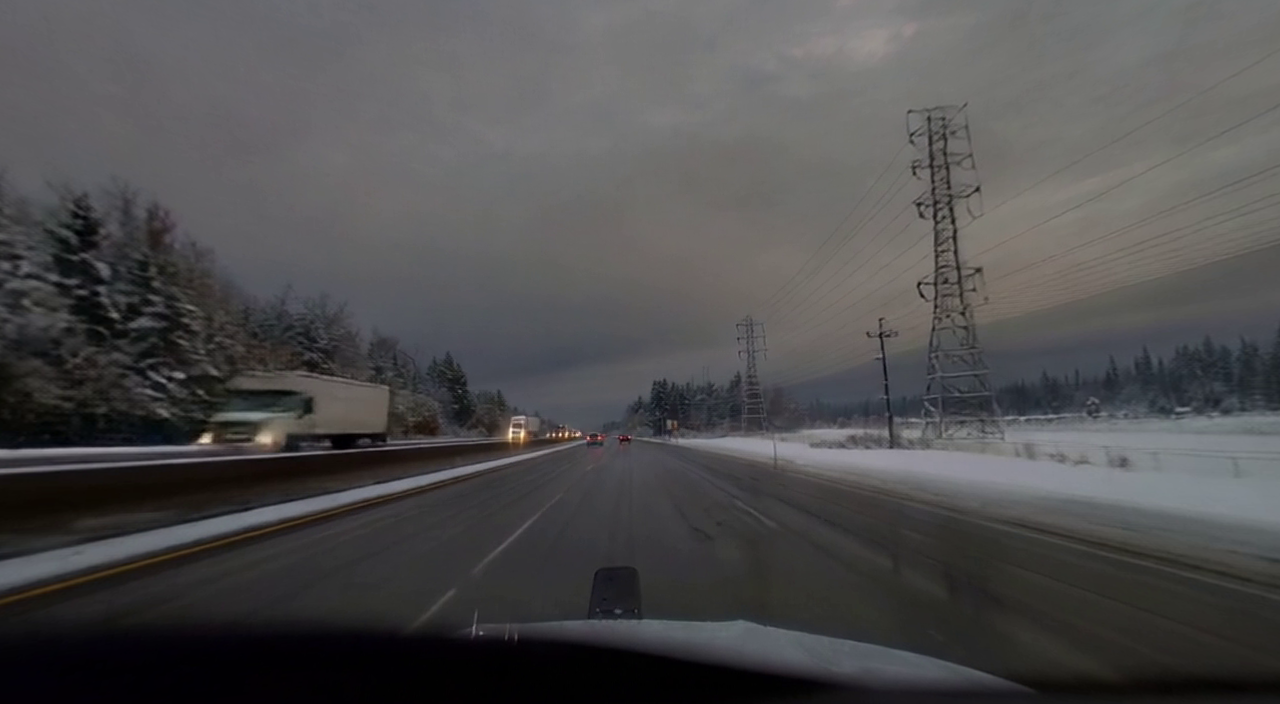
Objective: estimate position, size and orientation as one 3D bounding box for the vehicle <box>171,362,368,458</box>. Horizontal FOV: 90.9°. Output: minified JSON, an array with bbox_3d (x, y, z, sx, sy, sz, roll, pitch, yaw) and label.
[{"bbox_3d":[-12.834,2.241,22.818,2.850,2.925,7.109,0,-8,-1],"label":"vehicle"}]
